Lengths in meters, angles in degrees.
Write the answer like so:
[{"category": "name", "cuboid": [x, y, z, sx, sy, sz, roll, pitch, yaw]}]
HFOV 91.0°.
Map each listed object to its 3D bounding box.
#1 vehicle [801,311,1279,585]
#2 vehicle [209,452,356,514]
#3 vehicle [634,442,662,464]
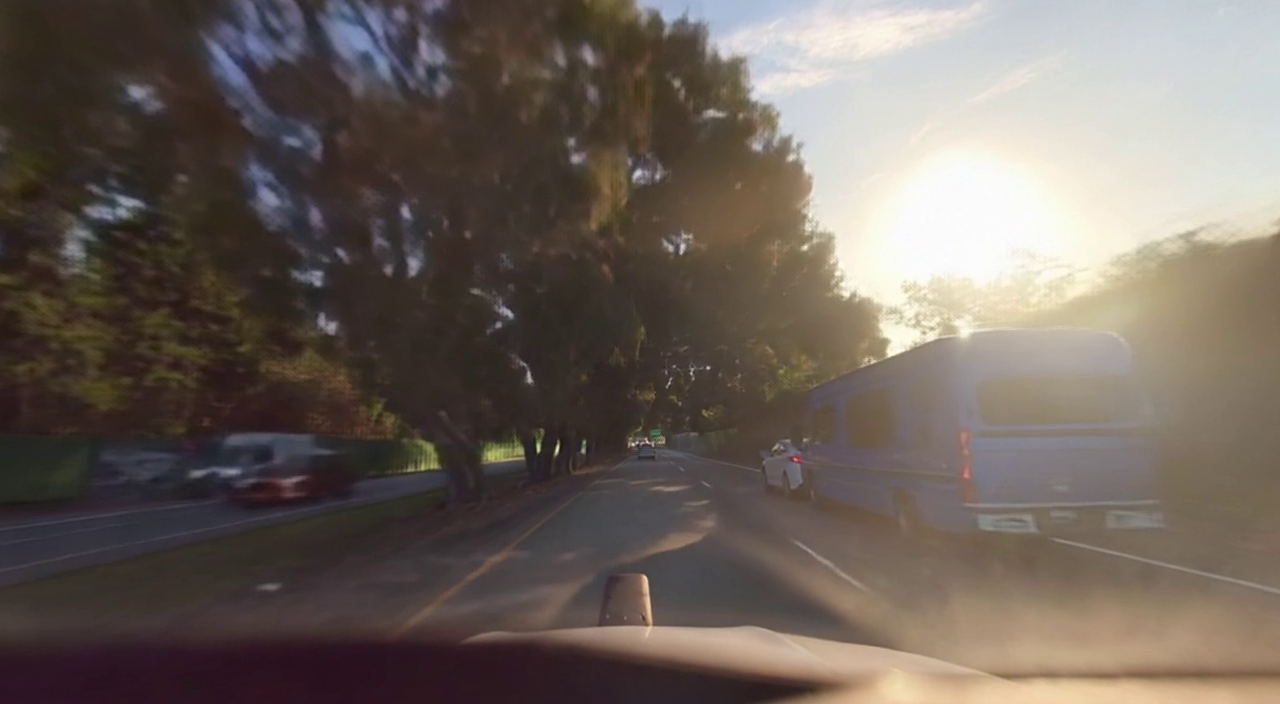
[{"category": "vehicle", "cuboid": [4.786, 1.411, 9.658, 2.712, 2.659, 6.992, 0, -8, 0]}, {"category": "vehicle", "cuboid": [-9.909, 3.619, 17.845, 1.914, 1.495, 3.809, 0, -8, 0]}, {"category": "vehicle", "cuboid": [0.569, 7.686, 47.922, 2.030, 1.572, 4.067, 0, -8, 0]}]
